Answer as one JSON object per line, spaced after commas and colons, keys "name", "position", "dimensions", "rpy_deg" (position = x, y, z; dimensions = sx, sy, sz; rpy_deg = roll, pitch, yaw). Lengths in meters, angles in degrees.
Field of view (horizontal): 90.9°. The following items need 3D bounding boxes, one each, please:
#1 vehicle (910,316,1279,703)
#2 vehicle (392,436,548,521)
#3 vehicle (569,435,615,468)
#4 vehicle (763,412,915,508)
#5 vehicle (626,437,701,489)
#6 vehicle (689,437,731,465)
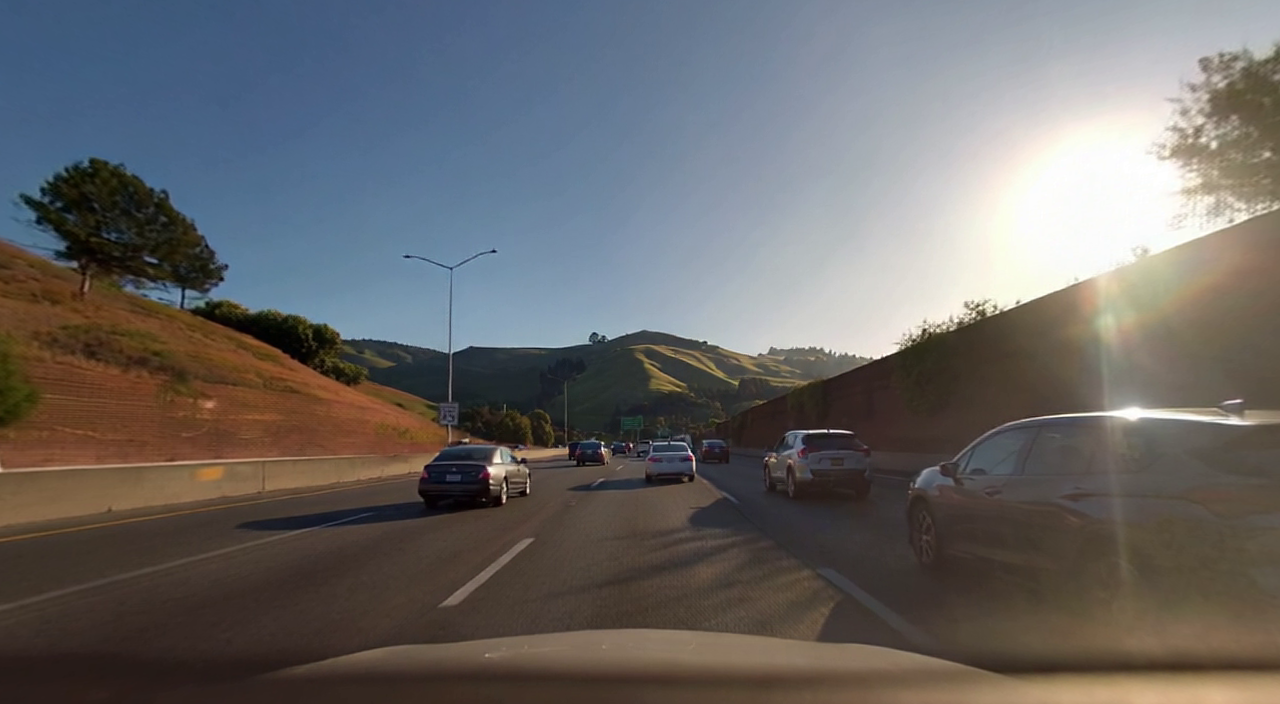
{"name": "vehicle", "position": [3.765, 0.992, 4.294], "dimensions": [1.930, 1.831, 4.344], "rpy_deg": [0, -8, 0]}
{"name": "vehicle", "position": [-3.302, 2.526, 13.234], "dimensions": [1.961, 1.456, 4.362], "rpy_deg": [0, -8, 1]}
{"name": "vehicle", "position": [-2.748, 5.822, 37.049], "dimensions": [2.154, 1.793, 4.736], "rpy_deg": [0, -8, 2]}
{"name": "vehicle", "position": [4.322, 2.434, 14.621], "dimensions": [1.970, 1.872, 4.575], "rpy_deg": [0, -8, -1]}
{"name": "vehicle", "position": [0.659, 3.432, 19.861], "dimensions": [2.105, 1.471, 3.978], "rpy_deg": [0, -8, 0]}
{"name": "vehicle", "position": [3.871, 5.522, 35.322], "dimensions": [1.855, 1.513, 3.915], "rpy_deg": [0, -8, 0]}
